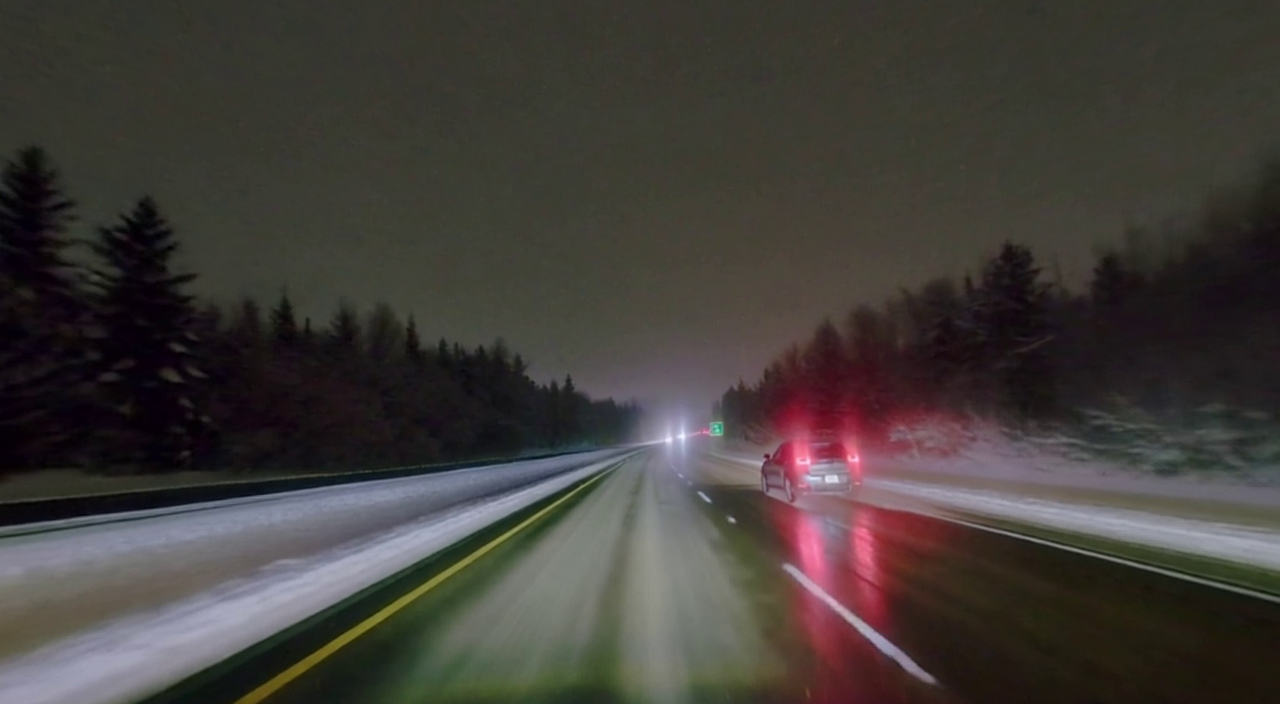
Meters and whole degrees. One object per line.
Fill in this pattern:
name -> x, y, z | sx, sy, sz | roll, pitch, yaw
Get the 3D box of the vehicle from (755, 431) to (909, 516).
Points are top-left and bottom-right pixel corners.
vehicle -> 3.875, 2.530, 13.558 | 1.997, 1.515, 4.025 | 0, -9, 0
